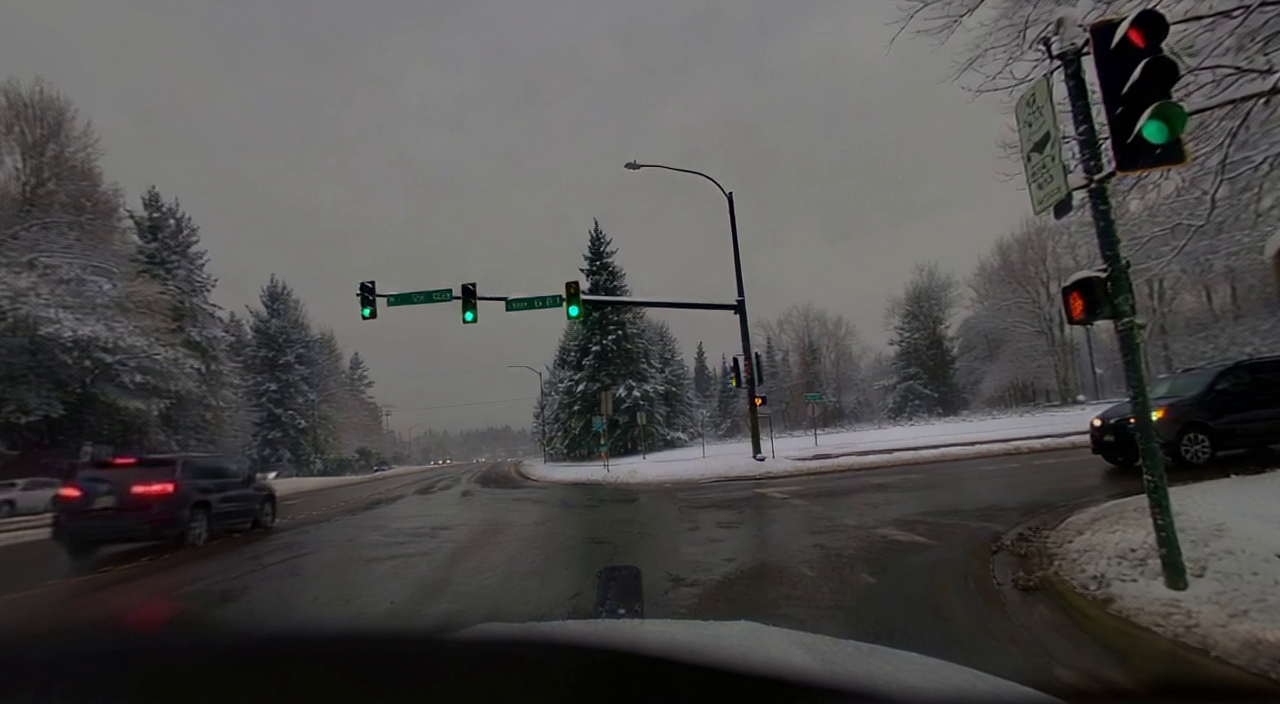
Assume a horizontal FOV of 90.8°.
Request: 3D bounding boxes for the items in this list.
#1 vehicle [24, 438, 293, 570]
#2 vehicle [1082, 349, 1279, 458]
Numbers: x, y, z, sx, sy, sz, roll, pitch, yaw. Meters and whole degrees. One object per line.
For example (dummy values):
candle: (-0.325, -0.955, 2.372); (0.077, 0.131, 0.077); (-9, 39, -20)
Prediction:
vehicle: (-8.208, 2.537, 11.422); (2.062, 1.740, 4.198); (-3, -8, -9)
vehicle: (10.651, 1.087, 11.797); (1.855, 1.669, 4.529); (-2, -9, 6)
